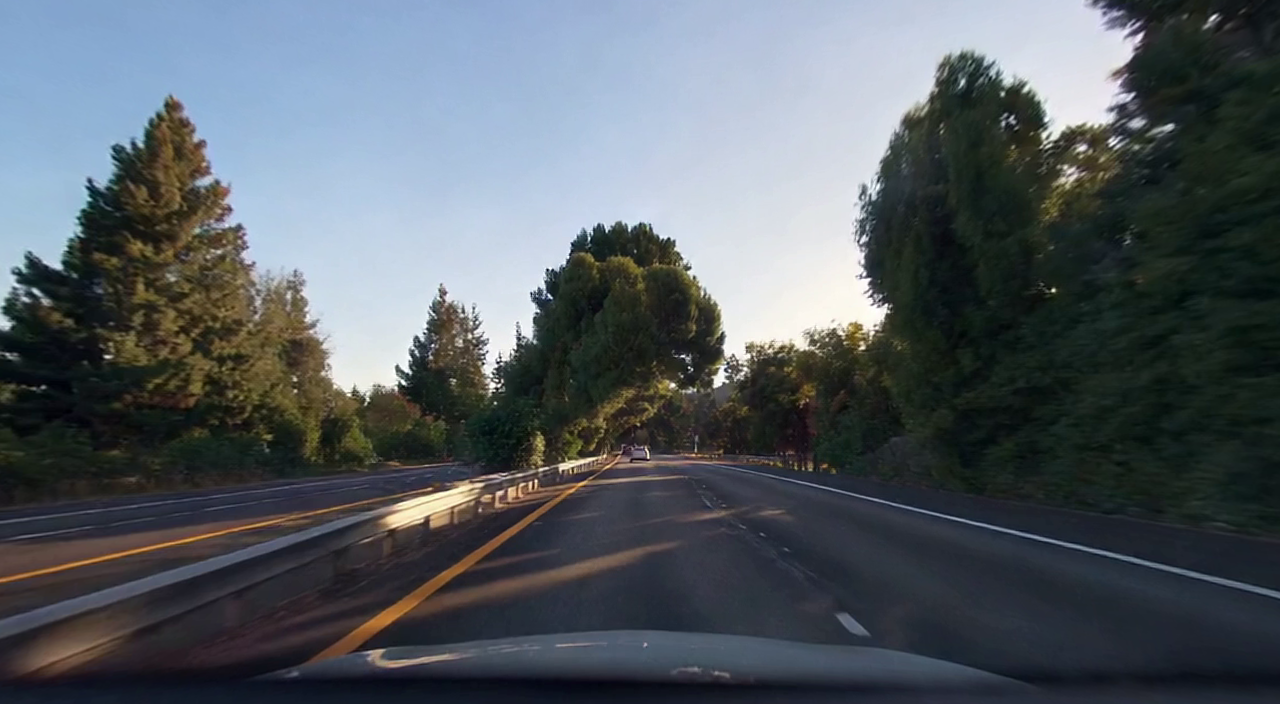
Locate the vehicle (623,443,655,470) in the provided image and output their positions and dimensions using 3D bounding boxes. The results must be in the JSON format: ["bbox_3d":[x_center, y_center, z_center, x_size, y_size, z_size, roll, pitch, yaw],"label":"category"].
[{"bbox_3d":[-0.108,6.840,41.258,1.987,1.658,3.620,0,-9,-1],"label":"vehicle"}]
